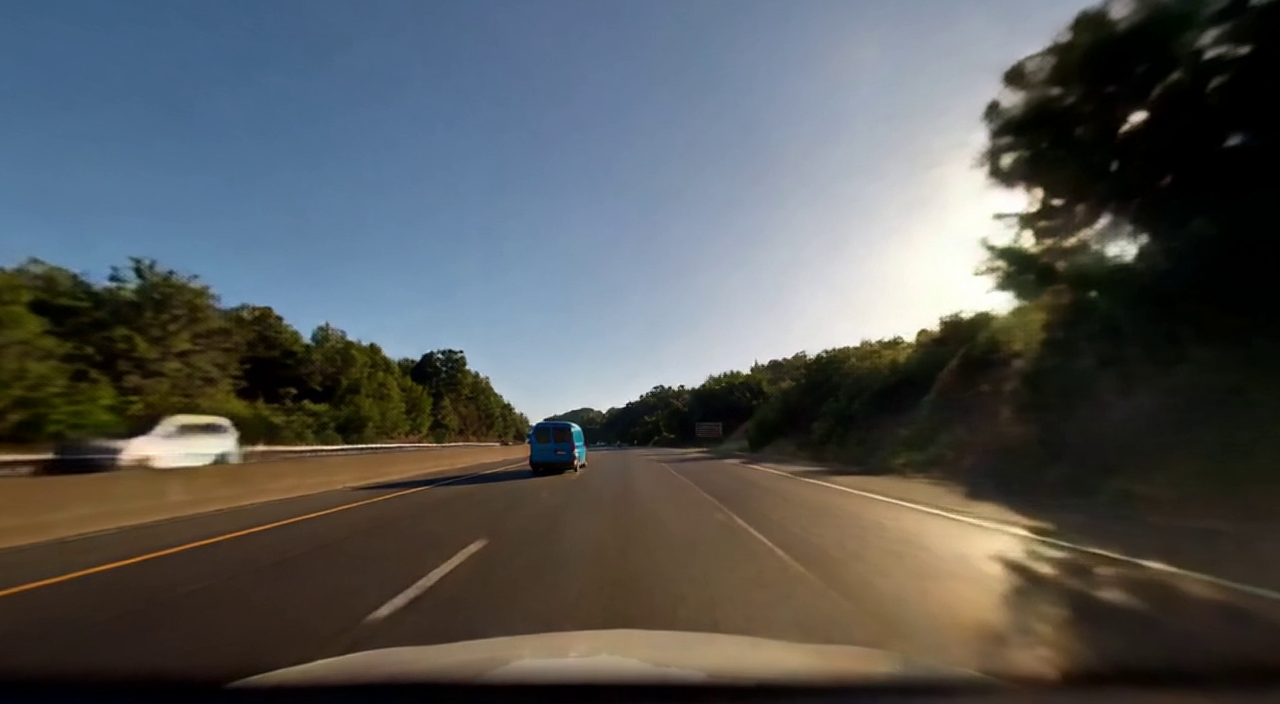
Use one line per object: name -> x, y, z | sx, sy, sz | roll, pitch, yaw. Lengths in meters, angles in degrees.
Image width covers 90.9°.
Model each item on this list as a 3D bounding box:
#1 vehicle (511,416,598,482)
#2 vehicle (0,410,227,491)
vehicle -> -2.780, 3.275, 21.633 | 2.297, 2.011, 4.736 | 0, -8, 0
vehicle -> -12.274, 2.212, 14.676 | 2.128, 1.573, 4.641 | 0, -7, 0
